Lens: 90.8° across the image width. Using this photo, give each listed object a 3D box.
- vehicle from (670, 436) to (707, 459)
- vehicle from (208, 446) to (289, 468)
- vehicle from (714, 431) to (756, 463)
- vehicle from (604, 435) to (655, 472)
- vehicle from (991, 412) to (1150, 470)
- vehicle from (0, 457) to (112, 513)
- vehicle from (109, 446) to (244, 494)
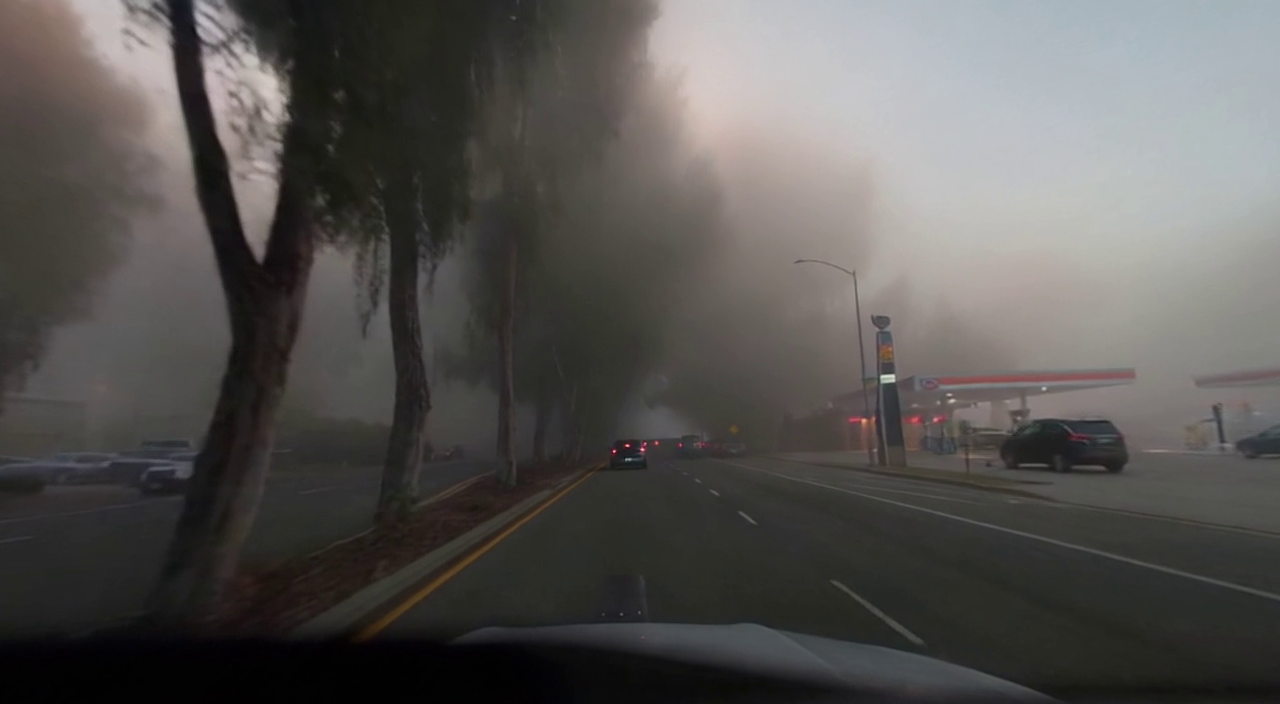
[{"bbox_3d":[3.308,6.659,44.112,2.124,1.476,4.730,0,-8,-1],"label":"vehicle"},{"bbox_3d":[-27.549,7.403,44.550,4.413,1.451,1.882,0,-8,0],"label":"vehicle"},{"bbox_3d":[5.701,5.599,37.278,2.117,1.757,4.969,-2,-8,12],"label":"vehicle"},{"bbox_3d":[-0.437,4.412,27.750,2.052,1.488,3.779,0,-8,0],"label":"vehicle"},{"bbox_3d":[15.355,3.253,22.990,2.368,1.868,4.724,0,-8,-1],"label":"vehicle"},{"bbox_3d":[-18.769,3.962,19.038,1.797,1.461,4.536,0,-8,0],"label":"vehicle"},{"bbox_3d":[-18.785,4.745,25.930,2.004,1.758,4.594,0,-8,0],"label":"vehicle"}]
